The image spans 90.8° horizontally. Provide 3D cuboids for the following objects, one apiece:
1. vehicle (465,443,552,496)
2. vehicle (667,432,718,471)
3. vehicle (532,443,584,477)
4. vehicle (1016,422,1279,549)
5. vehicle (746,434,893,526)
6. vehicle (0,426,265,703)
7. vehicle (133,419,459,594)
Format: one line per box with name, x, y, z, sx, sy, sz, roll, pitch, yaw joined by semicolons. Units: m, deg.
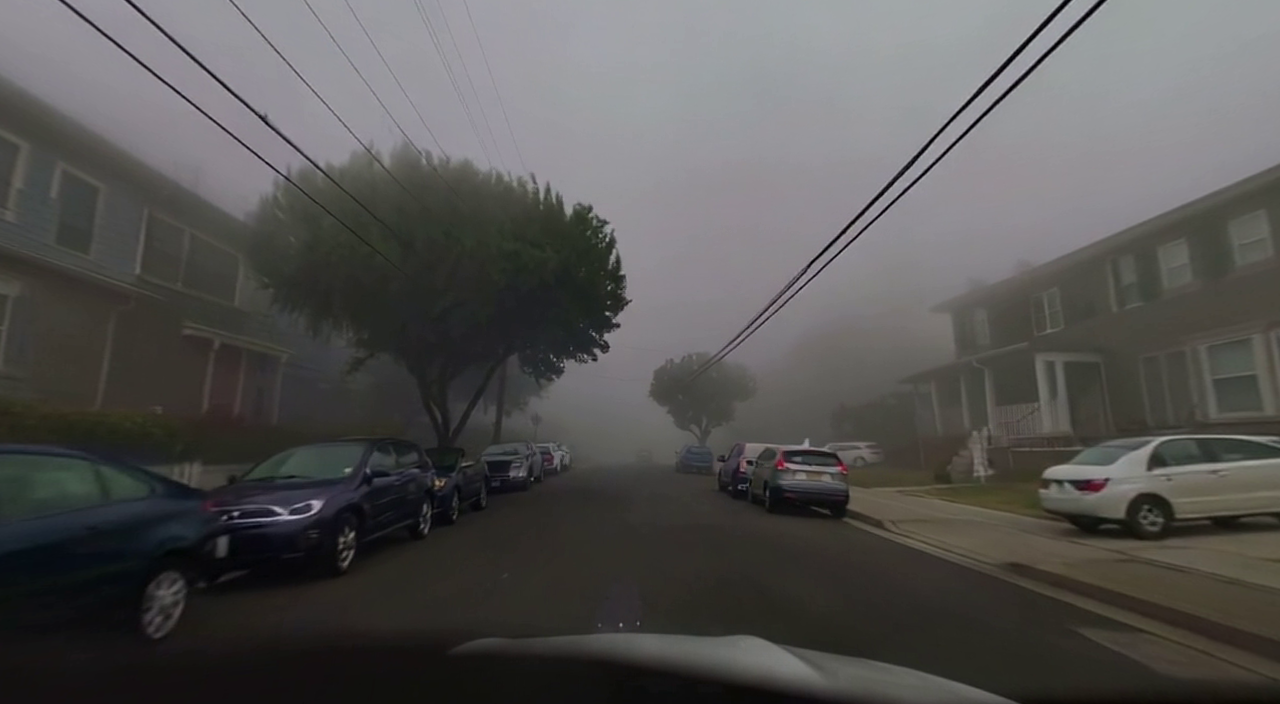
vehicle;-4.020;3.653;20.081;1.998;1.476;4.410;0;-9;-2
vehicle;3.085;6.042;38.484;2.564;2.155;6.053;0;-8;0
vehicle;-3.900;5.234;30.770;1.979;1.471;4.366;1;-9;0
vehicle;7.973;1.742;8.568;4.480;1.497;1.884;-1;-8;2
vehicle;3.461;2.529;13.059;1.916;1.587;3.986;0;-9;1
vehicle;-4.053;1.117;3.101;1.745;1.490;4.304;0;-8;0
vehicle;-3.845;1.767;8.028;1.876;1.645;3.911;0;-9;0
